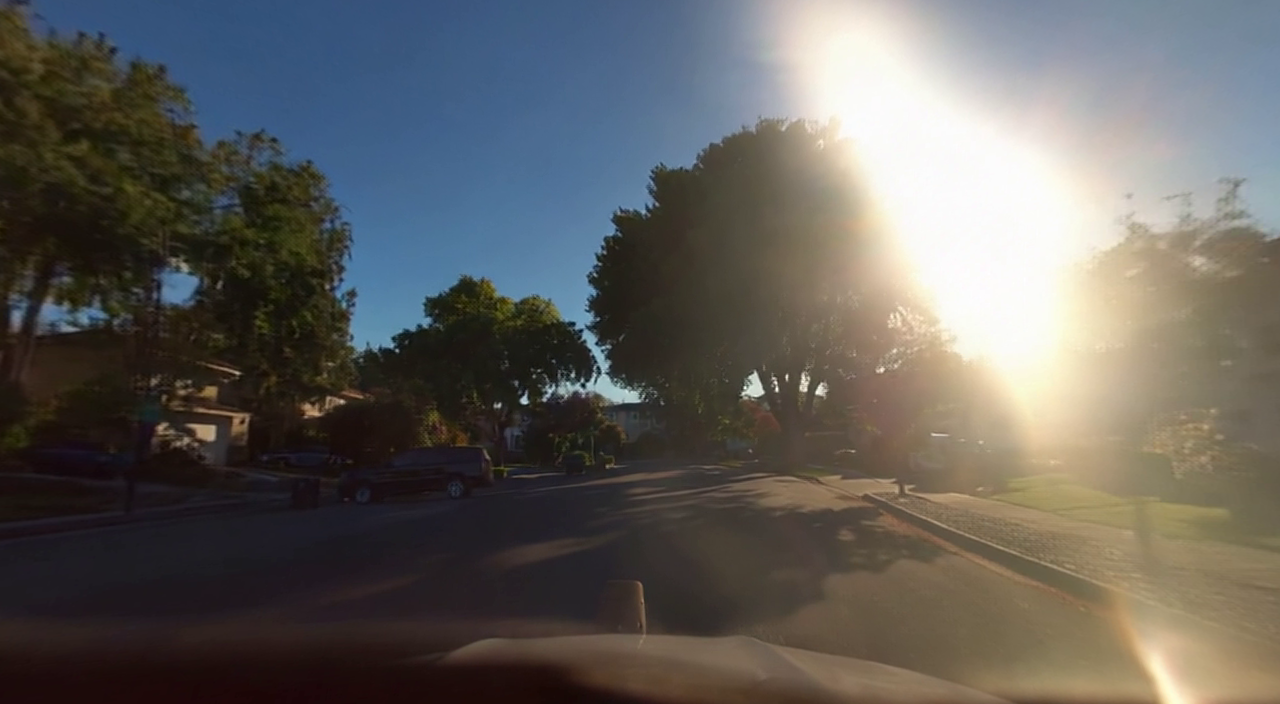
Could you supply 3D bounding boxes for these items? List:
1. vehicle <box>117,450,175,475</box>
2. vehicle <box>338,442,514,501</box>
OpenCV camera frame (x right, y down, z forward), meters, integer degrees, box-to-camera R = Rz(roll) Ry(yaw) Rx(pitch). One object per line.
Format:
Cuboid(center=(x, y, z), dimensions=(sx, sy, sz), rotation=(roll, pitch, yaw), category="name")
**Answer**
Cuboid(center=(-31.950, 7.068, 40.791), dimensions=(4.764, 1.487, 2.002), rotation=(-8, -12, 42), category="vehicle")
Cuboid(center=(-6.459, 3.626, 19.403), dimensions=(4.692, 1.660, 1.879), rotation=(-1, -9, 5), category="vehicle")
